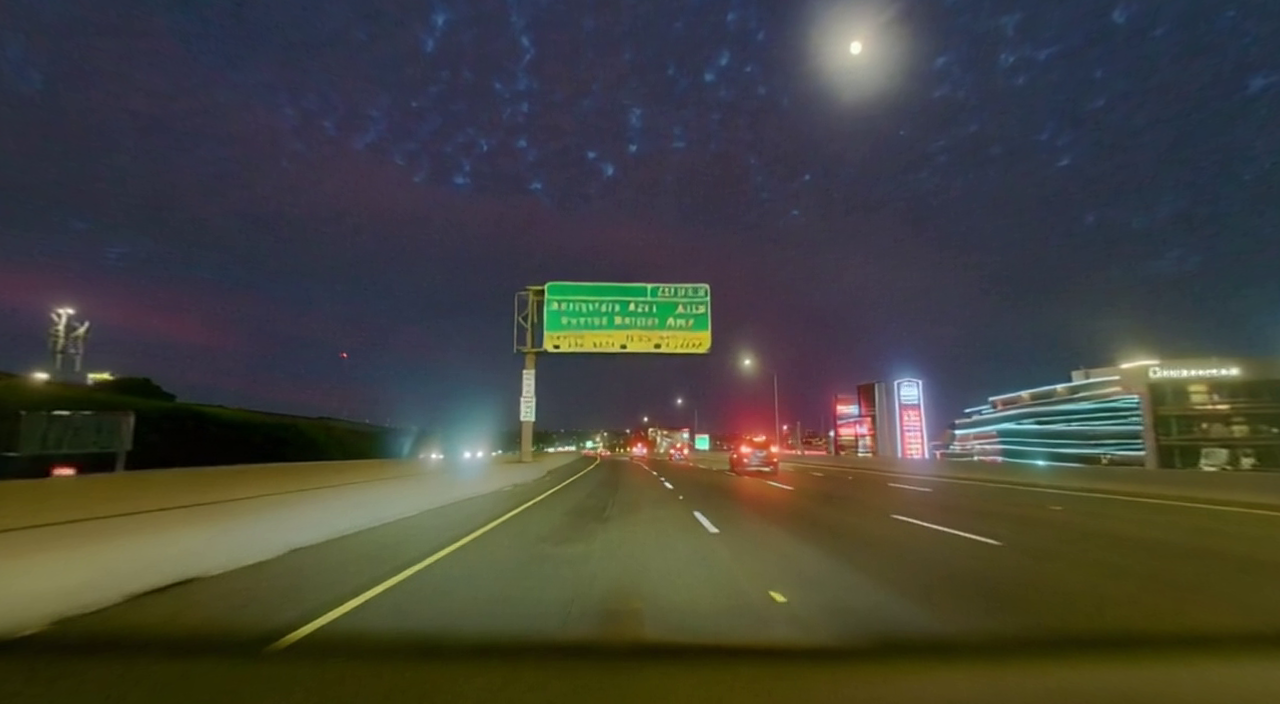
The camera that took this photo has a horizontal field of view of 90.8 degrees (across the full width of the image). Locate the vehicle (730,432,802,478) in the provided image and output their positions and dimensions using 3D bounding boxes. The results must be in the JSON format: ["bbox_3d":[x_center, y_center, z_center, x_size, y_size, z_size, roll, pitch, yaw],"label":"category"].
[{"bbox_3d":[5.775,4.803,29.762,2.181,1.952,4.973,0,-9,-2],"label":"vehicle"}]
